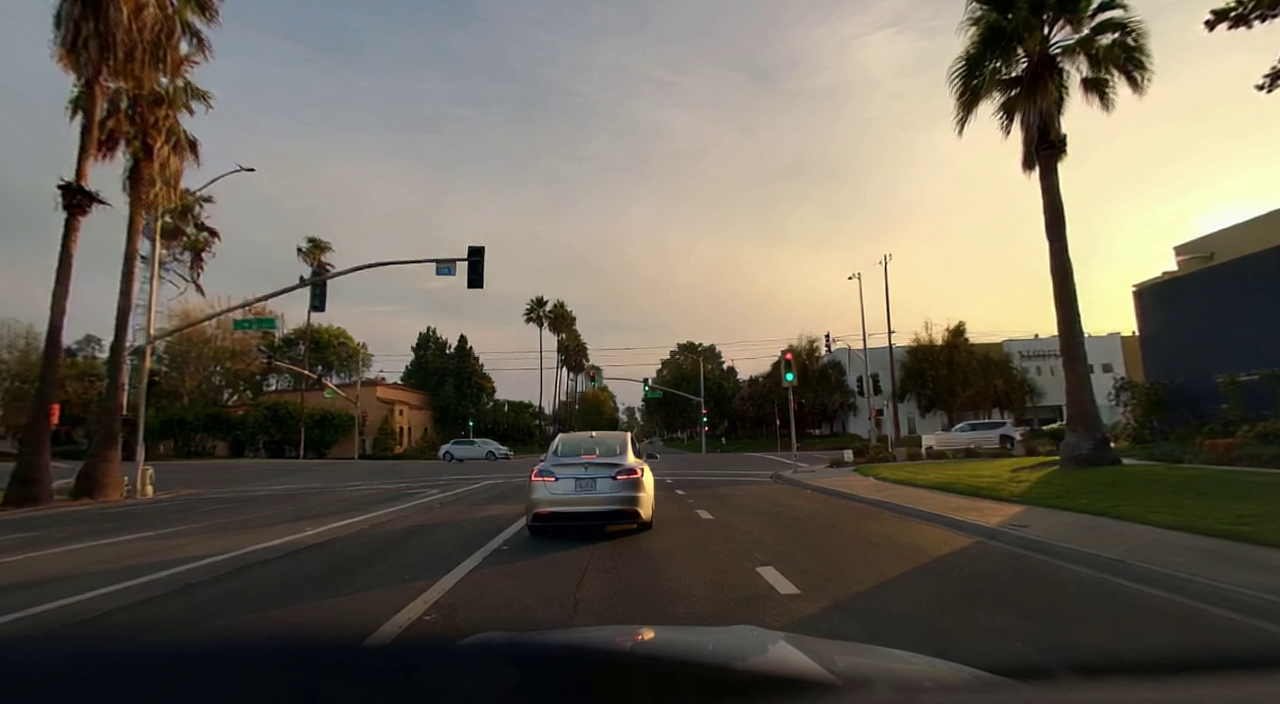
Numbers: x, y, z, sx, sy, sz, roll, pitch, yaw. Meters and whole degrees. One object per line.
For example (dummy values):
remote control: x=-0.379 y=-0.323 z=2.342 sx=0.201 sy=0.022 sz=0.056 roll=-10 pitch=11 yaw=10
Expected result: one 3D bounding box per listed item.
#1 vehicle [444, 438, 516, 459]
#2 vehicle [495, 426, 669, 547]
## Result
vehicle: x=-11.469 y=6.929 z=45.506 sx=4.541 sy=1.458 sz=1.964 roll=7 pitch=-11 yaw=-41
vehicle: x=-0.724 y=1.989 z=10.029 sx=2.152 sy=1.478 sz=4.229 roll=0 pitch=-8 yaw=0
